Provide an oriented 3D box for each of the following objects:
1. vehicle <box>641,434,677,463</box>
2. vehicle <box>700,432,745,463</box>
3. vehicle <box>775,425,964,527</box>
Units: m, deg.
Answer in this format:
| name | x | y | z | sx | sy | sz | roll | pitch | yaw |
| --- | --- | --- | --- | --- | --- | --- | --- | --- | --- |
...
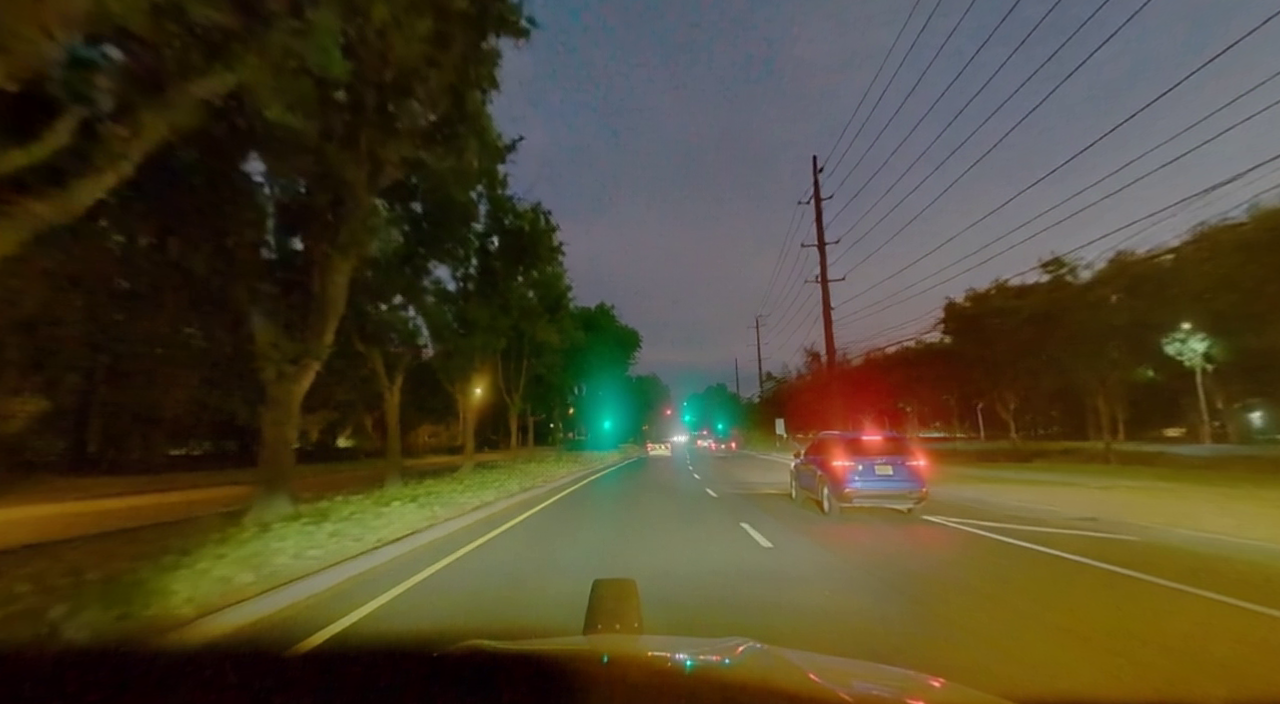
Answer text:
| name | x | y | z | sx | sy | sz | roll | pitch | yaw |
| --- | --- | --- | --- | --- | --- | --- | --- | --- | --- |
| vehicle | 1.285 | 6.212 | 40.664 | 2.163 | 1.746 | 4.073 | -1 | -9 | 3 |
| vehicle | 5.269 | 6.157 | 40.854 | 2.254 | 1.840 | 4.918 | -1 | -9 | 1 |
| vehicle | 3.940 | 2.202 | 11.753 | 1.881 | 1.512 | 4.294 | -1 | -9 | 0 |
